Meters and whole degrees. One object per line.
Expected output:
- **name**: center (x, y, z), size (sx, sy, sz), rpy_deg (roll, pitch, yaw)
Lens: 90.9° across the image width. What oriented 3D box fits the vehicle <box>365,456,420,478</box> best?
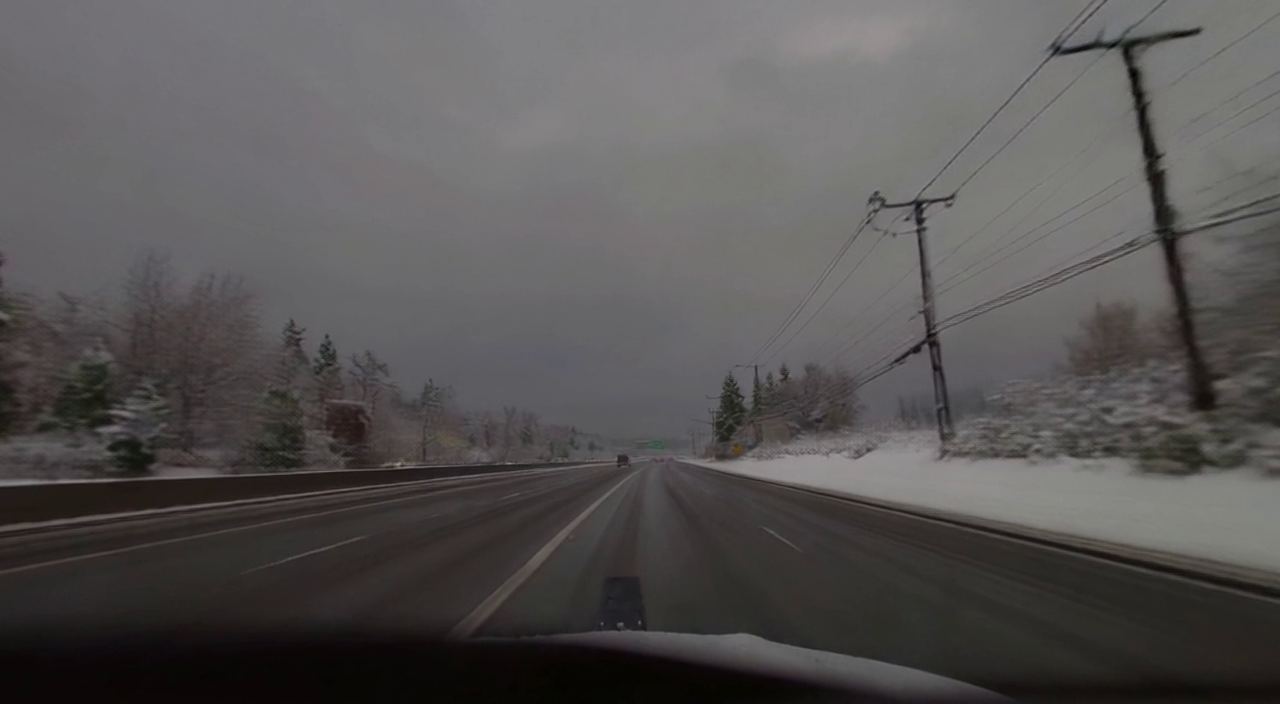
- **vehicle**: center (-17.987, 8.357, 46.031), size (1.908, 1.499, 4.803), rpy_deg (0, -9, 2)
